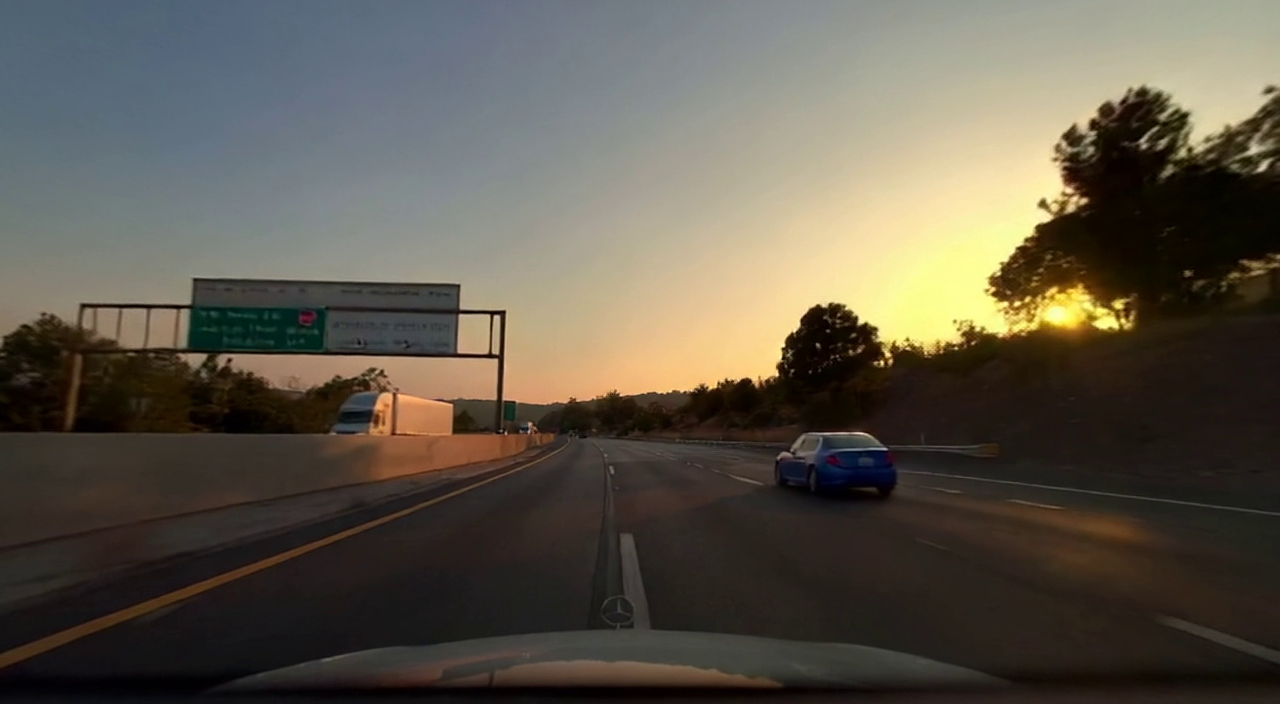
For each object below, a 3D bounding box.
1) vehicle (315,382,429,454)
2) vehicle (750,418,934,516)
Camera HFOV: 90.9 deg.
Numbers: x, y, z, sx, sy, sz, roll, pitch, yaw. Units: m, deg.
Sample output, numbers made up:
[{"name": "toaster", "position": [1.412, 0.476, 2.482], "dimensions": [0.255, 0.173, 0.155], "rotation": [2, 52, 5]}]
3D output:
[{"name": "vehicle", "position": [-15.686, 4.139, 38.135], "dimensions": [2.909, 3.700, 10.842], "rotation": [0, -8, -5]}, {"name": "vehicle", "position": [3.737, 2.192, 12.611], "dimensions": [1.997, 1.589, 4.179], "rotation": [1, -8, -5]}]
